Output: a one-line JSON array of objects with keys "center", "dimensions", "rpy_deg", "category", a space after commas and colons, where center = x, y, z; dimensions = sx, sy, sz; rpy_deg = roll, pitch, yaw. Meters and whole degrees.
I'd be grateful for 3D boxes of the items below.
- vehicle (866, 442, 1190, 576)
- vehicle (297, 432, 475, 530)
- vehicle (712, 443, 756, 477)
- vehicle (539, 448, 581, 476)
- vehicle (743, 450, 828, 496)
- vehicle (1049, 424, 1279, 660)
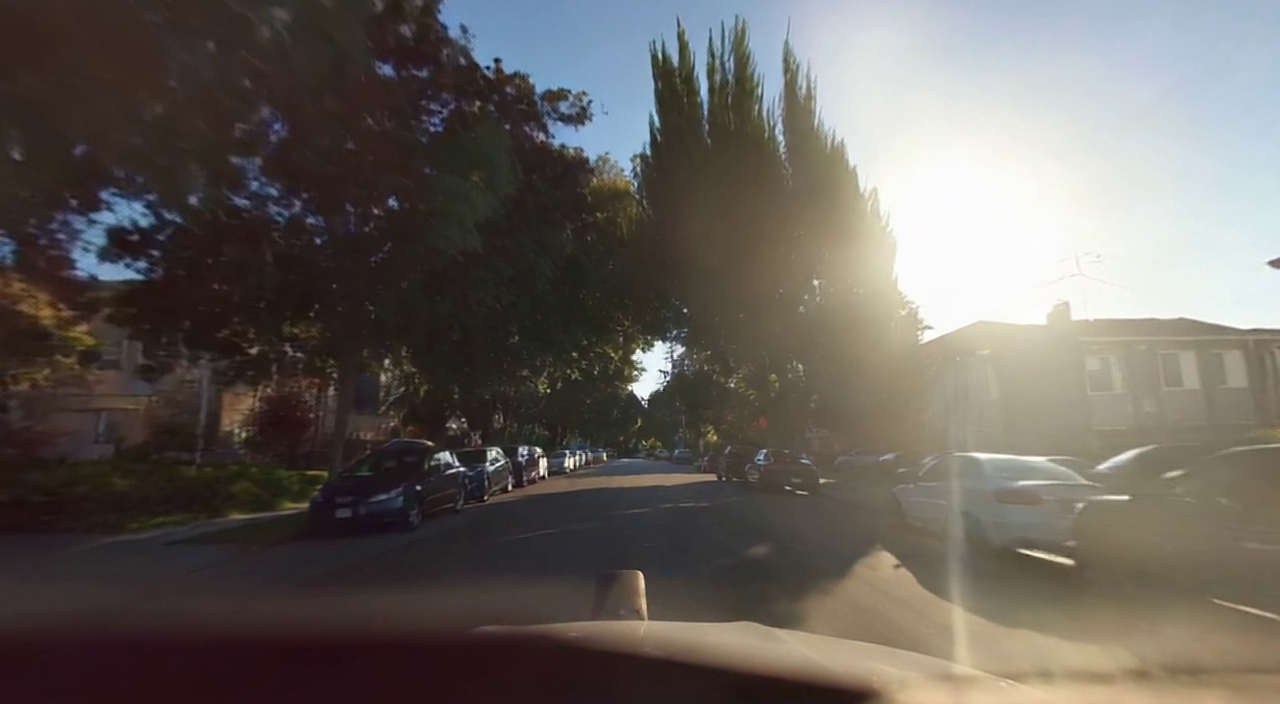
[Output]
[{"center": [5.309, 2.172, 9.625], "dimensions": [2.007, 1.512, 4.524], "rpy_deg": [0, -9, -1], "category": "vehicle"}, {"center": [-4.701, 2.461, 12.432], "dimensions": [1.983, 1.579, 3.879], "rpy_deg": [0, -10, -2], "category": "vehicle"}, {"center": [5.446, 6.316, 37.144], "dimensions": [1.959, 1.828, 4.175], "rpy_deg": [0, -9, 1], "category": "vehicle"}, {"center": [-4.551, 6.307, 36.530], "dimensions": [1.973, 1.454, 4.559], "rpy_deg": [0, -8, -1], "category": "vehicle"}, {"center": [5.085, 4.260, 22.618], "dimensions": [1.847, 1.448, 4.162], "rpy_deg": [1, -9, -3], "category": "vehicle"}, {"center": [5.345, 1.246, 4.038], "dimensions": [2.063, 1.573, 4.900], "rpy_deg": [0, -8, -2], "category": "vehicle"}]
